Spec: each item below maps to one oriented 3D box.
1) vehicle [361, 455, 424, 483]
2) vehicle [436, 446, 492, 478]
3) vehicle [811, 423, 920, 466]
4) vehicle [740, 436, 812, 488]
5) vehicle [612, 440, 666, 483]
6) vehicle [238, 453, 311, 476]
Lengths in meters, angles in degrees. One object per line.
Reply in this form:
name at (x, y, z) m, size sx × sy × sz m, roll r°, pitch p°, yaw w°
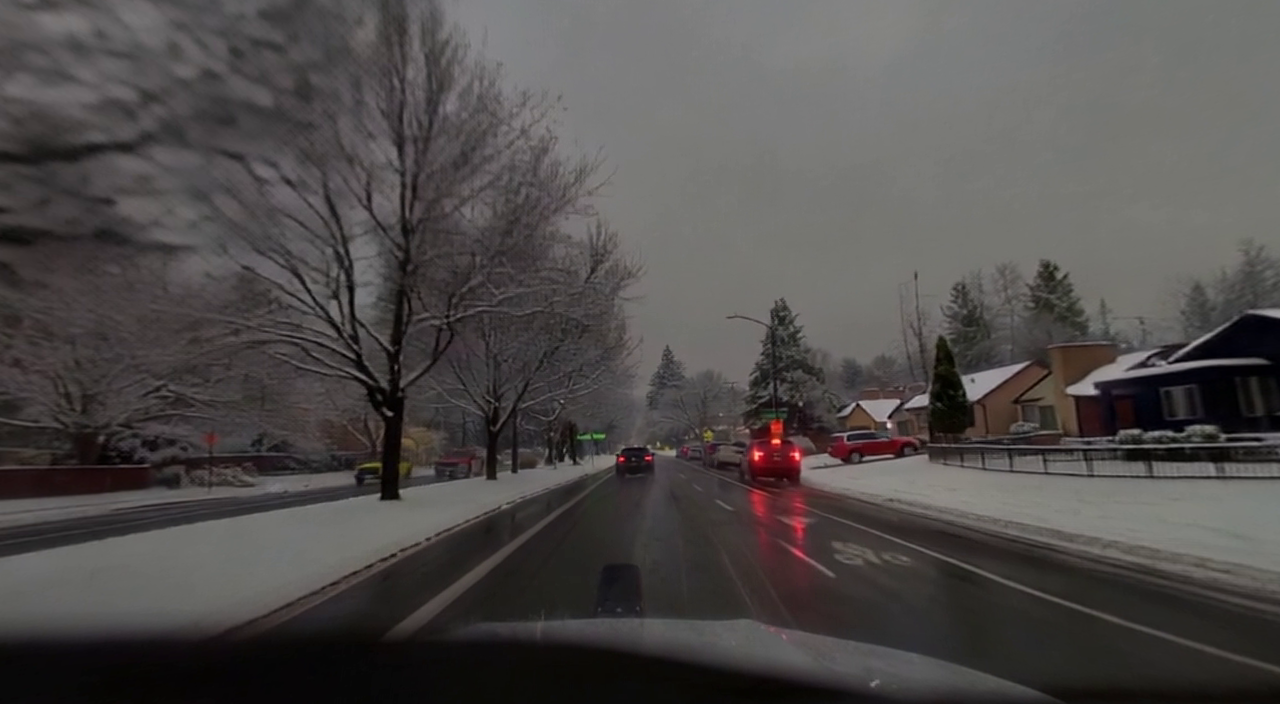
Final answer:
vehicle at (-14.479, 6.834, 37.190) m, size 1.840 × 1.450 × 4.521 m, roll 0°, pitch -8°, yaw 1°
vehicle at (-10.335, 6.483, 37.455) m, size 2.028 × 1.759 × 4.360 m, roll 0°, pitch -8°, yaw 0°
vehicle at (11.849, 4.931, 33.494) m, size 4.919 × 1.886 × 2.086 m, roll -4°, pitch -10°, yaw 2°
vehicle at (5.067, 4.145, 24.260) m, size 2.045 × 1.776 × 4.851 m, roll -1°, pitch -8°, yaw 4°
vehicle at (-0.008, 4.569, 26.661) m, size 2.106 × 1.655 × 3.717 m, roll 0°, pitch -8°, yaw 1°
vehicle at (-26.274, 8.054, 45.472) m, size 4.300 × 1.465 × 1.949 m, roll 6°, pitch -10°, yaw -35°
